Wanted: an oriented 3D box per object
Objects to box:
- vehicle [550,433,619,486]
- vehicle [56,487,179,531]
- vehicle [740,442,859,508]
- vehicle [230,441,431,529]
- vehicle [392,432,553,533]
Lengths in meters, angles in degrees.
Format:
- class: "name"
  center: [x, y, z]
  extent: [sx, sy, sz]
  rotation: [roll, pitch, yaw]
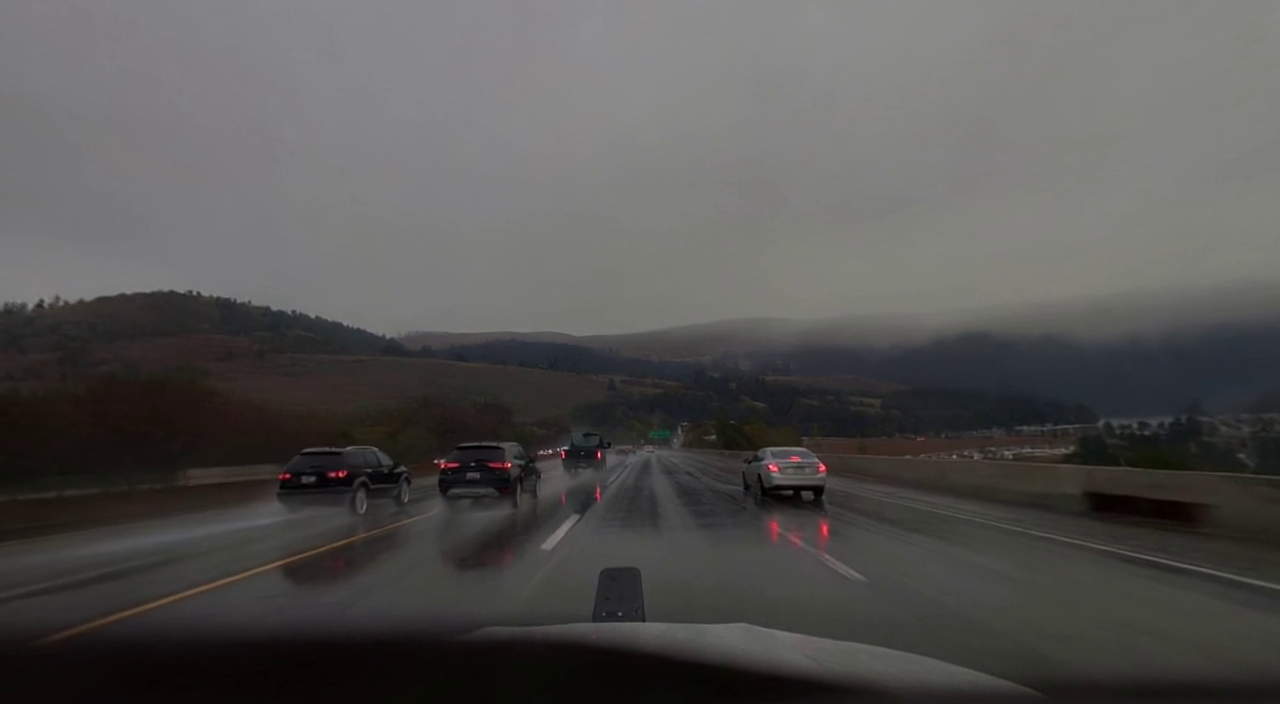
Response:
- class: "vehicle"
  center: [-2.388, 4.860, 28.805]
  extent: [2.494, 2.136, 5.539]
  rotation: [0, -9, 2]
- class: "vehicle"
  center: [-24.423, 7.337, 29.685]
  extent: [1.835, 1.544, 4.610]
  rotation: [0, -8, 0]
- class: "vehicle"
  center: [4.201, 3.321, 17.478]
  extent: [2.071, 1.570, 4.637]
  rotation: [0, -9, 0]
- class: "vehicle"
  center: [-6.588, 2.860, 14.194]
  extent: [2.084, 1.639, 4.648]
  rotation: [0, -9, 1]
- class: "vehicle"
  center: [-3.206, 2.592, 13.085]
  extent: [2.080, 1.716, 4.207]
  rotation: [0, -9, 2]
